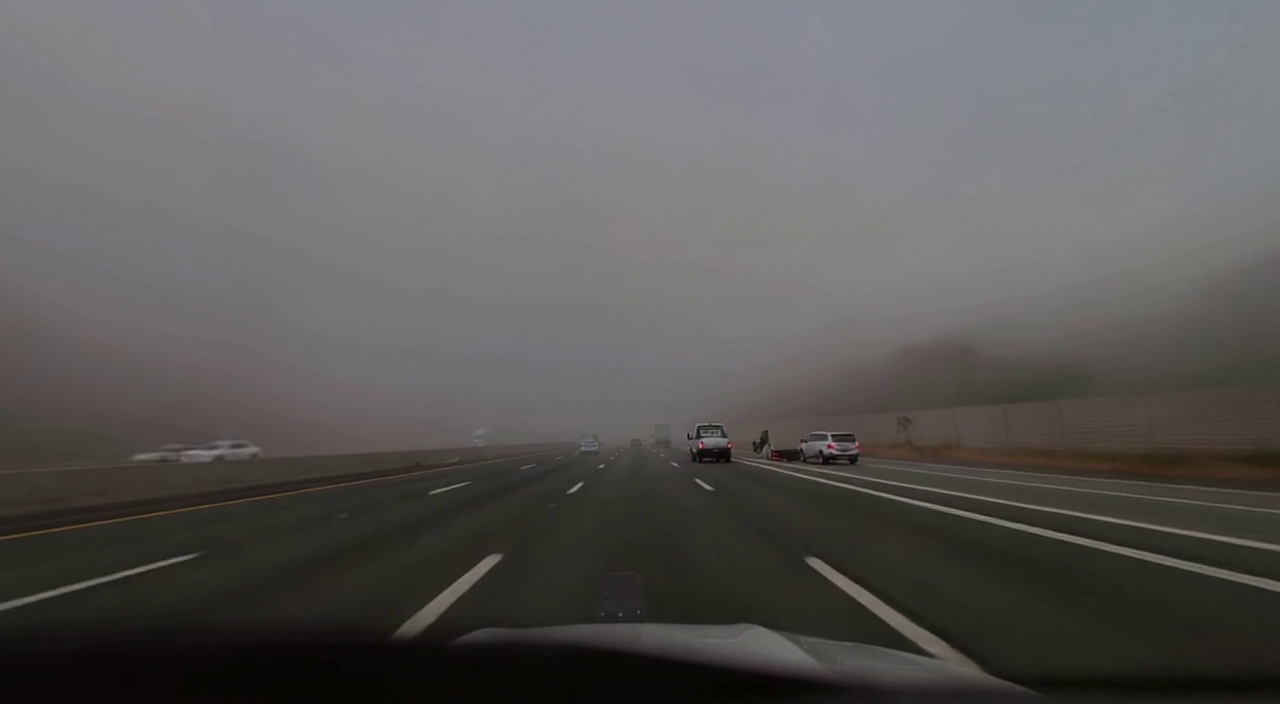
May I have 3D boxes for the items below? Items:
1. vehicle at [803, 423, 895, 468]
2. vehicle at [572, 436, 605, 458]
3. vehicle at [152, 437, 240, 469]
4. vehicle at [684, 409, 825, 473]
[{"bbox_3d":[9.451,4.303,29.008,2.184,1.873,5.466,0,-8,-2],"label":"vehicle"},{"bbox_3d":[-3.748,7.008,46.497,2.066,1.500,4.415,0,-8,0],"label":"vehicle"},{"bbox_3d":[-21.172,4.831,30.183,1.642,1.401,3.479,-1,-8,1],"label":"vehicle"},{"bbox_3d":[4.123,3.860,26.955,3.042,2.004,14.051,0,-8,-2],"label":"vehicle"}]
